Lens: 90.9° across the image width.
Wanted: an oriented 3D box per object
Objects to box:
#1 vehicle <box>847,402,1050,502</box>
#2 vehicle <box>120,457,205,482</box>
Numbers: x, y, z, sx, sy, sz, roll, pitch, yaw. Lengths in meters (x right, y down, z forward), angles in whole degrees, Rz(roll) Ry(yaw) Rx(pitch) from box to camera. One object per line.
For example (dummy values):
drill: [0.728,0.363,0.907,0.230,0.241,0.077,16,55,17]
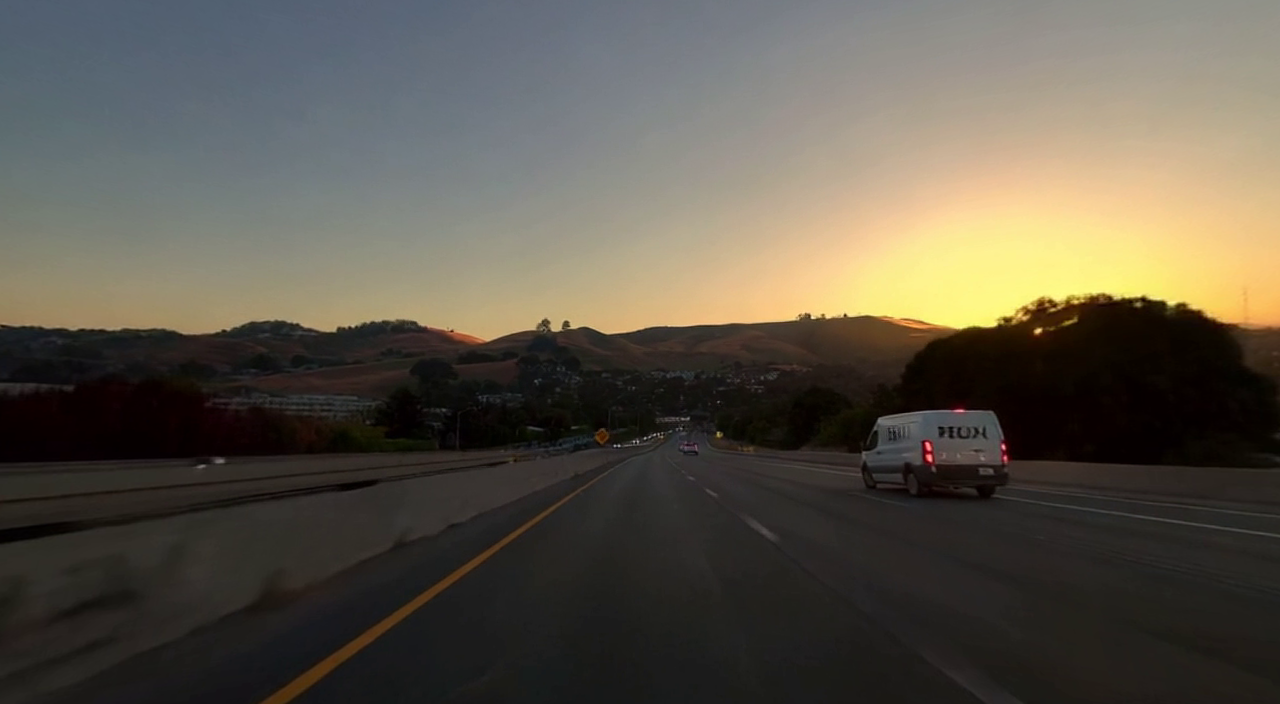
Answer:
vehicle: [7.330,2.485,15.927,2.275,2.059,5.543,0,-8,0]
vehicle: [-31.959,7.842,42.417,1.895,1.497,4.794,0,-8,1]
